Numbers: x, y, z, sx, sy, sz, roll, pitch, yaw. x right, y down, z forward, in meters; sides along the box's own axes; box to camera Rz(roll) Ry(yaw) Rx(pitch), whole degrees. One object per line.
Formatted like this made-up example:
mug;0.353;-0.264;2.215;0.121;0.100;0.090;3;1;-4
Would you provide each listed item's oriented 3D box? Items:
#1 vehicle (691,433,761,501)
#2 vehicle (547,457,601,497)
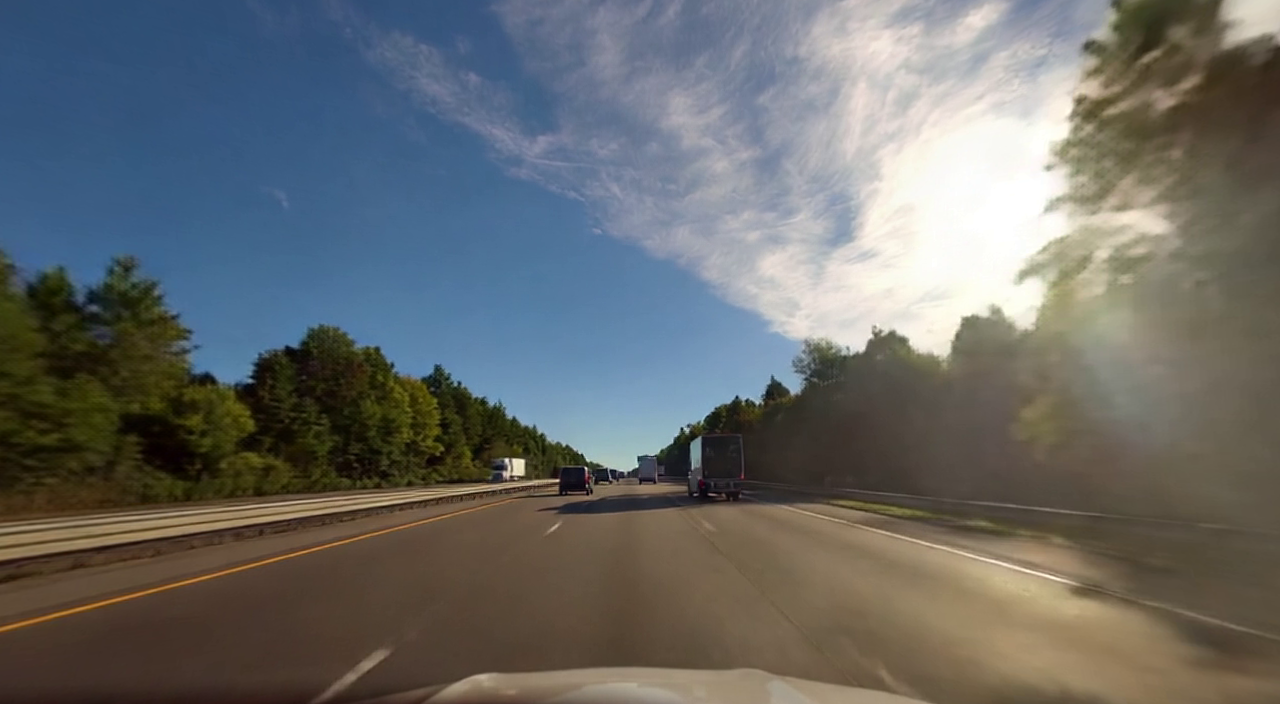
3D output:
vehicle;4.078;5.665;31.090;2.703;2.988;5.097;1;-11;0
vehicle;-3.311;6.459;32.621;2.204;1.852;4.661;1;-11;0
